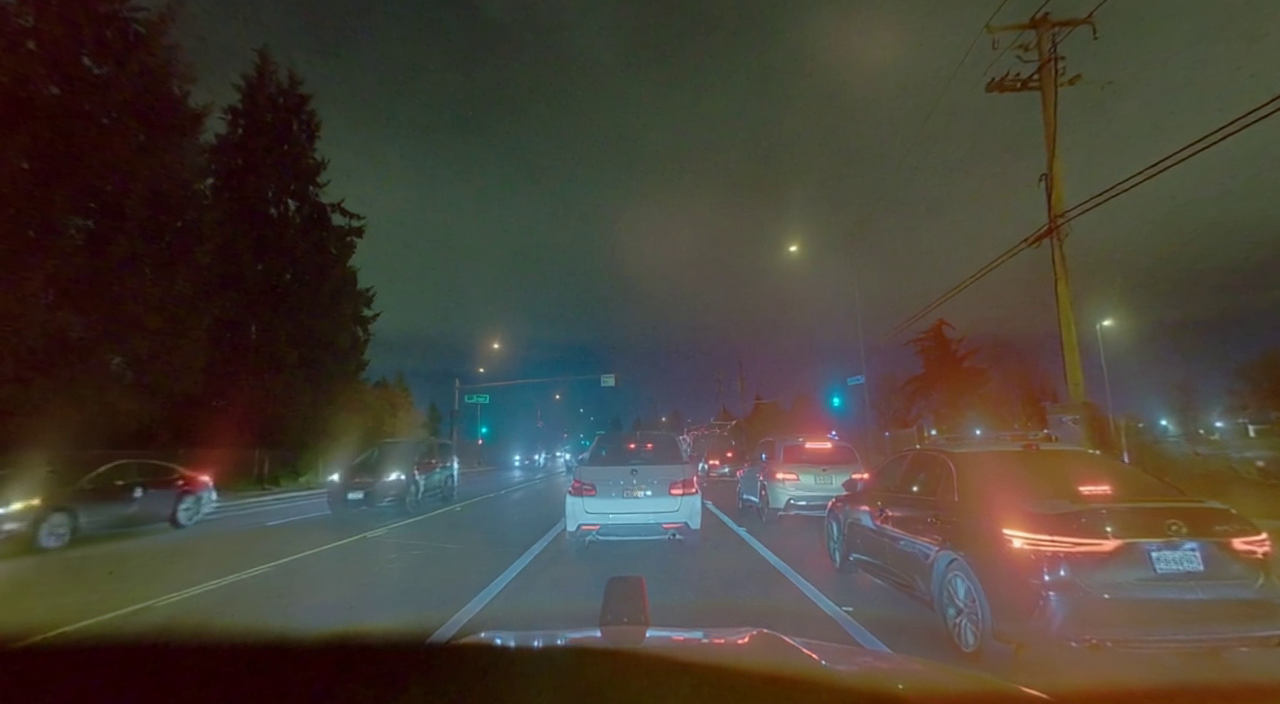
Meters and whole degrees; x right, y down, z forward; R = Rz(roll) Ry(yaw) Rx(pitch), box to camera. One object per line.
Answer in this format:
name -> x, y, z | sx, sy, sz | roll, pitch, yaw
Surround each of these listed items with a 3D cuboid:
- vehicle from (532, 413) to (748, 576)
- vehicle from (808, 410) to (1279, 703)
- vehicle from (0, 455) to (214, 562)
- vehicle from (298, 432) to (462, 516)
vehicle -> 0.008, 1.768, 8.594 | 2.200, 1.653, 4.127 | 0, -8, 0
vehicle -> 2.883, 1.320, 4.949 | 1.950, 1.487, 4.275 | 0, -8, 0
vehicle -> -10.066, 2.630, 11.293 | 1.921, 1.471, 4.137 | 0, -8, 1
vehicle -> -6.167, 2.929, 15.670 | 2.068, 1.739, 4.572 | 0, -8, 1
